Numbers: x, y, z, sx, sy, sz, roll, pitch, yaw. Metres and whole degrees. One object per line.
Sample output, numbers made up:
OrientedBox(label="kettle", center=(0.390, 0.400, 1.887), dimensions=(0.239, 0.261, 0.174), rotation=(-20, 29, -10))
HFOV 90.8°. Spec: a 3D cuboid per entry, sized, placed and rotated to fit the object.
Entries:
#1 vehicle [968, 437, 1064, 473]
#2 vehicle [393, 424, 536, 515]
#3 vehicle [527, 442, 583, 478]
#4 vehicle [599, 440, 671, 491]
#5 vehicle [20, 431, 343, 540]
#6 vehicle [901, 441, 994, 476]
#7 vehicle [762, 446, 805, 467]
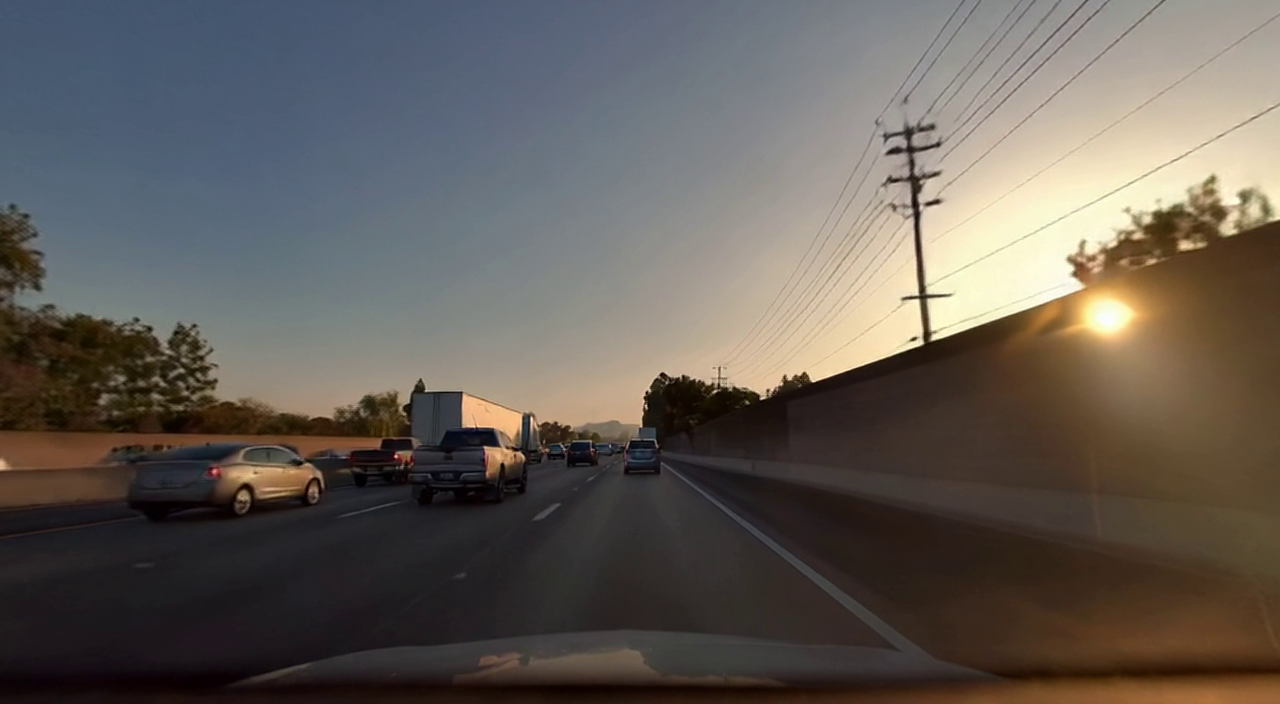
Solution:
OrientedBox(label="vehicle", center=(17.841, 4.911, 30.239), dimensions=(1.936, 1.591, 4.362), rotation=(0, -9, 1))
OrientedBox(label="vehicle", center=(-3.734, 2.582, 14.328), dimensions=(1.923, 1.716, 4.289), rotation=(0, -9, 1))
OrientedBox(label="vehicle", center=(-3.746, 4.843, 28.649), dimensions=(1.870, 1.485, 4.304), rotation=(0, -9, 1))
OrientedBox(label="vehicle", center=(-0.164, 3.621, 20.461), dimensions=(2.089, 1.477, 3.818), rotation=(0, -9, 0))
OrientedBox(label="vehicle", center=(-7.616, 2.244, 11.361), dimensions=(2.165, 1.511, 4.810), rotation=(0, -9, 1))
OrientedBox(label="vehicle", center=(14.255, 4.950, 29.623), dimensions=(1.949, 1.472, 4.795), rotation=(0, -9, 0))
OrientedBox(label="vehicle", center=(10.502, 7.688, 46.666), dimensions=(1.974, 1.495, 4.734), rotation=(0, -9, -1))
